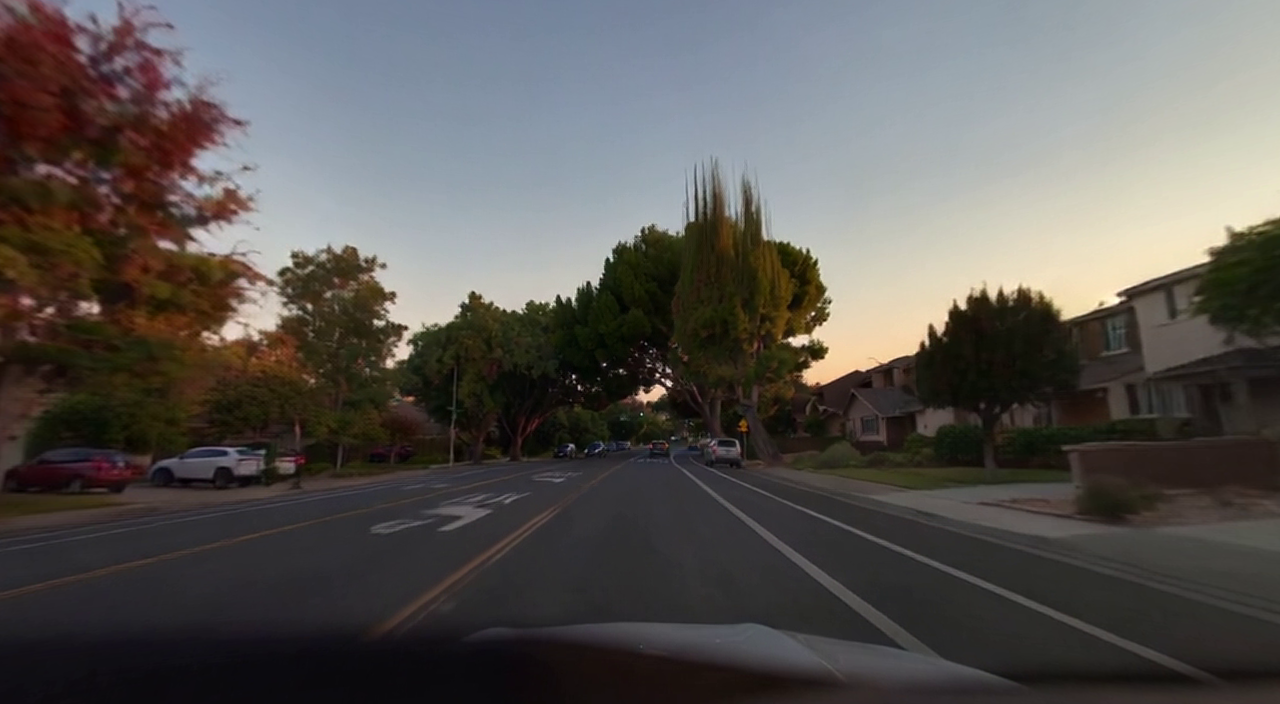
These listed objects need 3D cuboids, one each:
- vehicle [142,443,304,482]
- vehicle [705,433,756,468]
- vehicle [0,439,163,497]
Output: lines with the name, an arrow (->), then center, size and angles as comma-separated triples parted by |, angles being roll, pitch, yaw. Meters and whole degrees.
vehicle -> -18.247, 4.841, 27.805 | 5.419, 1.649, 2.396 | 0, -8, 1
vehicle -> 5.258, 5.837, 37.473 | 2.233, 1.887, 5.347 | 0, -8, 0
vehicle -> -18.922, 3.839, 21.197 | 4.372, 1.745, 2.017 | 6, -10, -35
